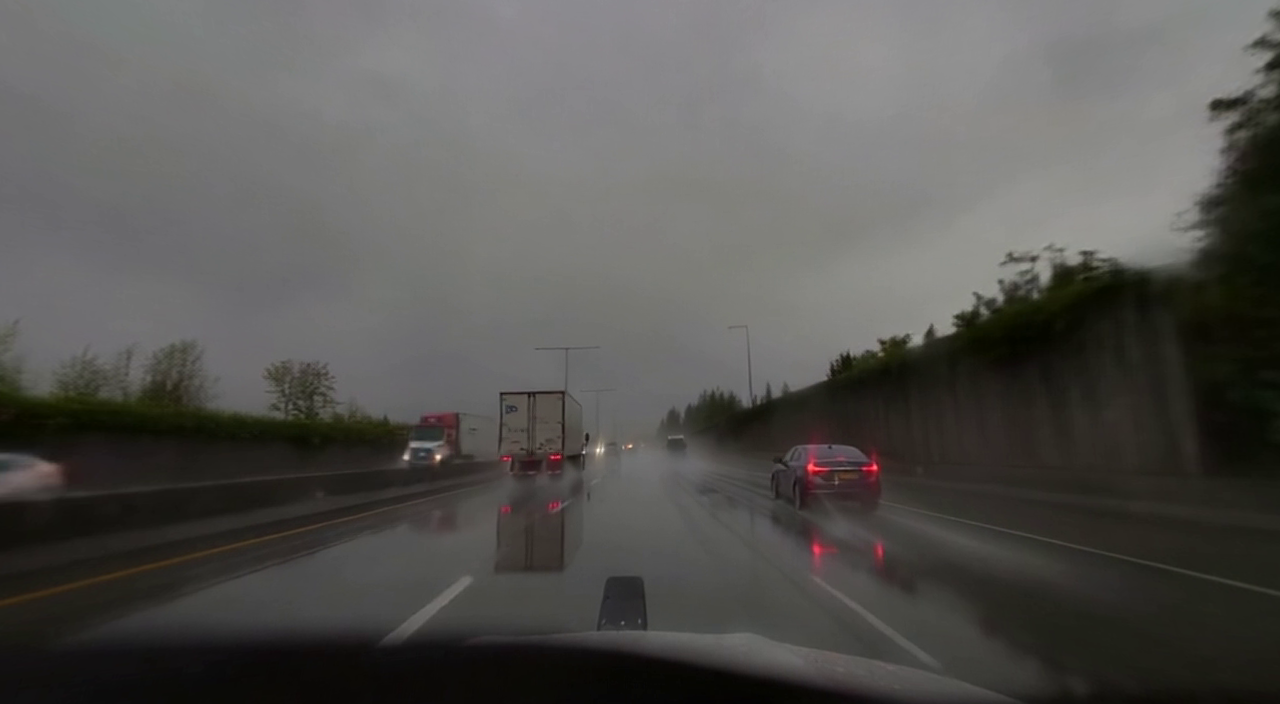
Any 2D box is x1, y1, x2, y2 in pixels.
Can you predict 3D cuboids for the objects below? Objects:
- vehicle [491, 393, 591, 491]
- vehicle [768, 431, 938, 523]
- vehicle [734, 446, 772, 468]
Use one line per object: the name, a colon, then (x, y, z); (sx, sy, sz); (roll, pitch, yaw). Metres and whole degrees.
vehicle: (-3.490, 3.474, 24.044); (2.667, 3.195, 6.731); (0, -9, 0)
vehicle: (4.048, 2.444, 12.813); (1.983, 1.545, 4.038); (0, -9, -1)
vehicle: (8.117, 7.565, 45.609); (1.876, 1.475, 4.185); (0, -9, -1)
